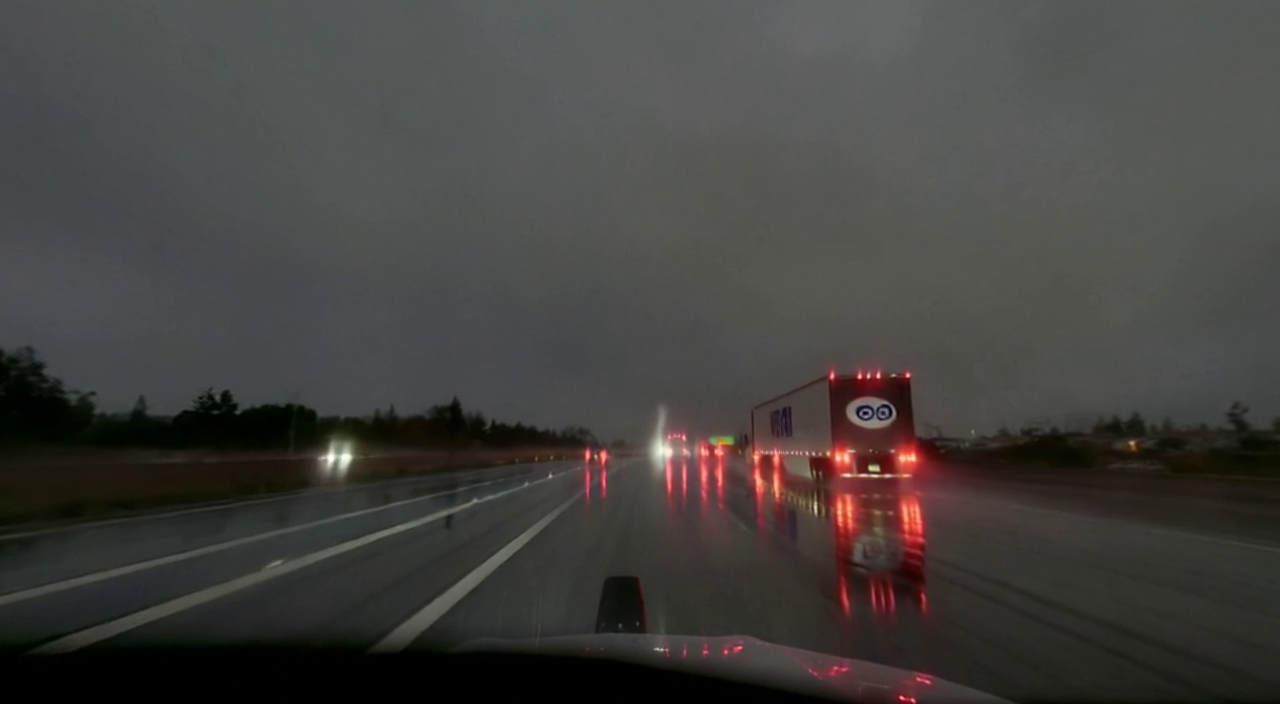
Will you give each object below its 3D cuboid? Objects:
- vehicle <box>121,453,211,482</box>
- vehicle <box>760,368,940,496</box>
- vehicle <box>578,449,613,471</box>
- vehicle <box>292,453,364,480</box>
[{"bbox_3d":[-29.783,7.234,39.755,1.913,1.662,4.585,0,-9,3],"label":"vehicle"},{"bbox_3d":[8.245,3.741,28.160,2.912,4.143,15.538,0,-9,1],"label":"vehicle"},{"bbox_3d":[-3.264,7.951,46.714,2.164,1.507,4.748,0,-9,1],"label":"vehicle"},{"bbox_3d":[-19.501,7.164,39.643,1.938,1.563,4.622,0,-9,3],"label":"vehicle"}]
